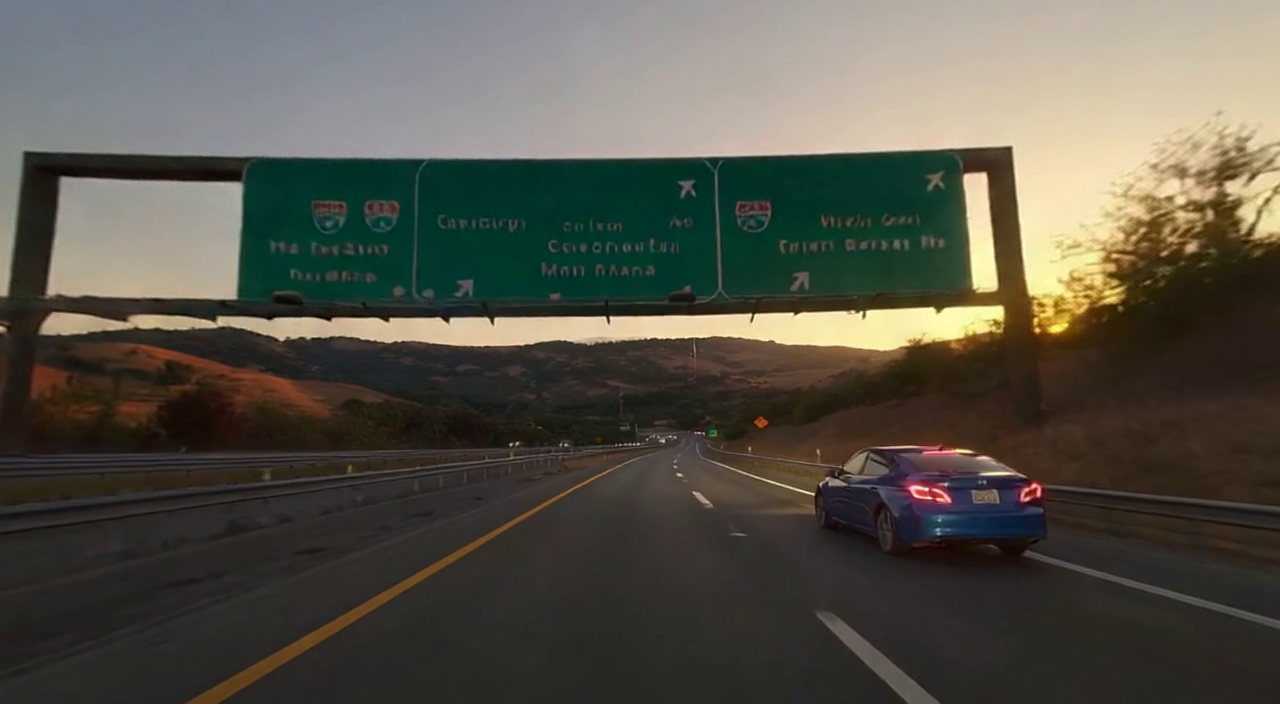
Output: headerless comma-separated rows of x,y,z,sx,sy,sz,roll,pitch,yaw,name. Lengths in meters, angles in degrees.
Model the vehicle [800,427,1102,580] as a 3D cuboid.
3.662,1.832,8.450,1.997,1.515,4.025,-1,-8,1,vehicle
